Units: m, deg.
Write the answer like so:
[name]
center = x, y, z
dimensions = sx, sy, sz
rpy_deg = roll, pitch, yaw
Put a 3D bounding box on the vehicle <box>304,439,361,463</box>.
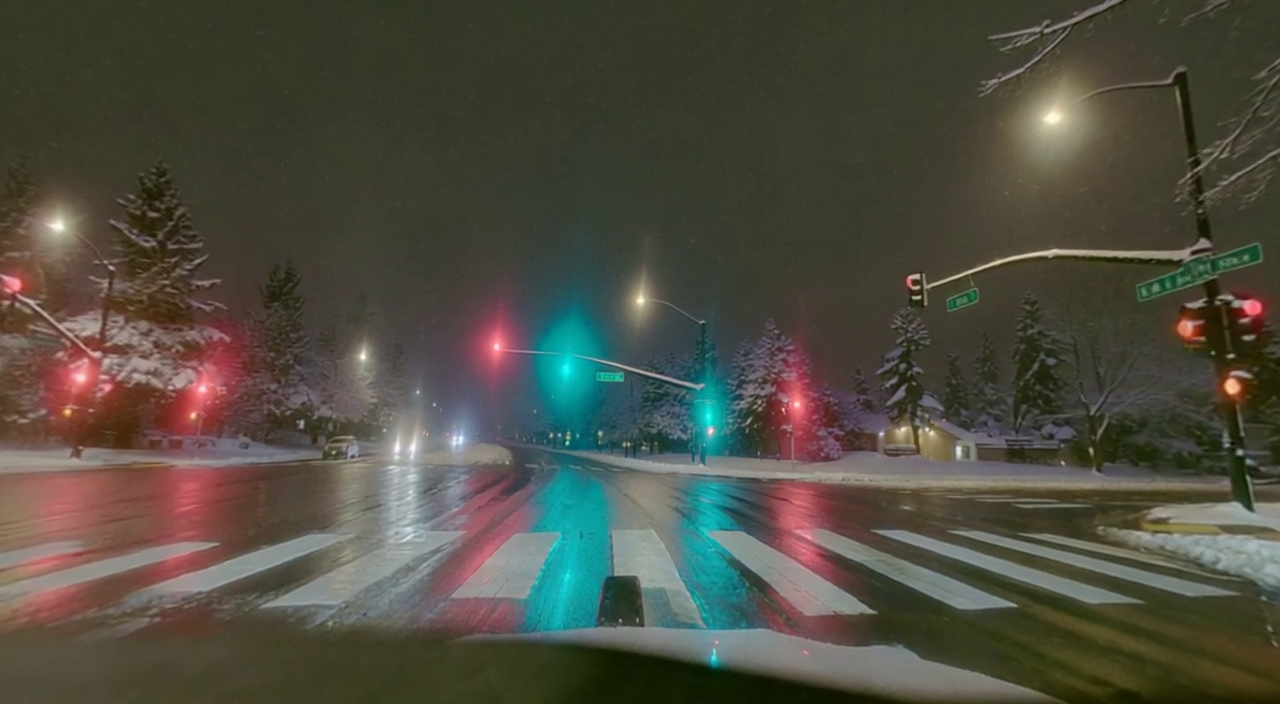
[vehicle]
center = -19.778, 6.383, 40.795
dimensions = 1.918, 1.432, 4.433
rpy_deg = 1, -9, -7
